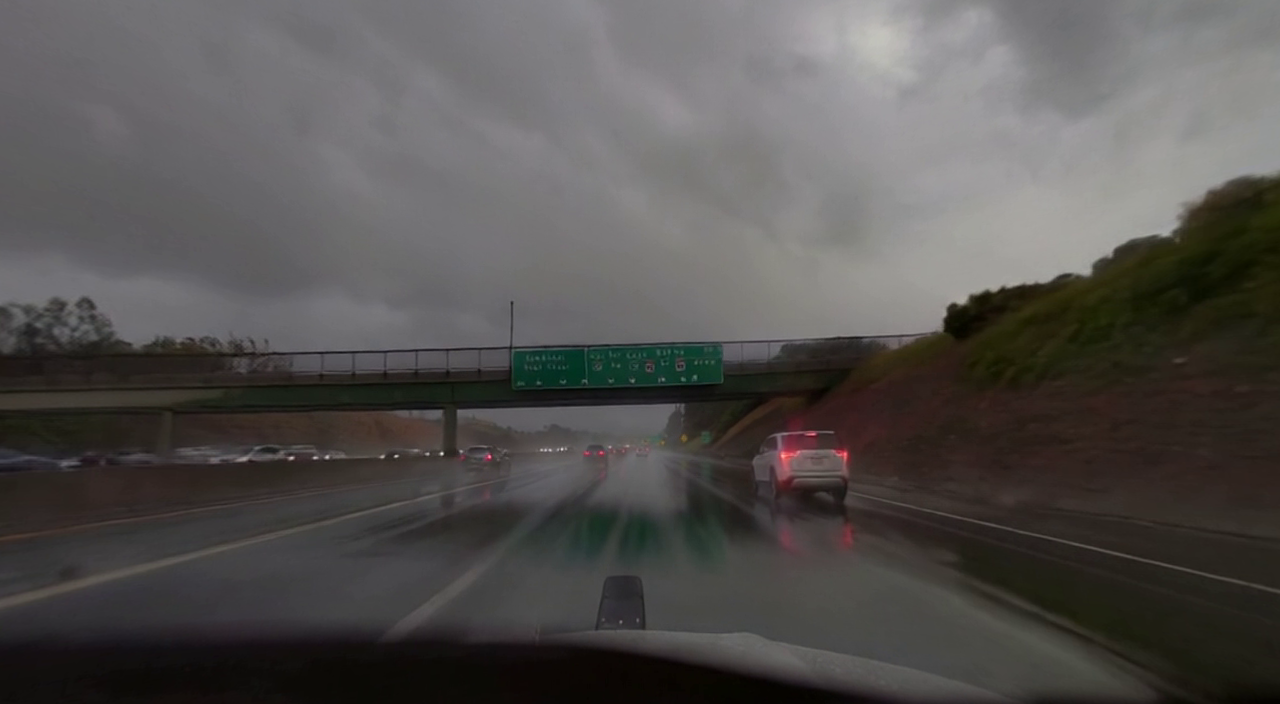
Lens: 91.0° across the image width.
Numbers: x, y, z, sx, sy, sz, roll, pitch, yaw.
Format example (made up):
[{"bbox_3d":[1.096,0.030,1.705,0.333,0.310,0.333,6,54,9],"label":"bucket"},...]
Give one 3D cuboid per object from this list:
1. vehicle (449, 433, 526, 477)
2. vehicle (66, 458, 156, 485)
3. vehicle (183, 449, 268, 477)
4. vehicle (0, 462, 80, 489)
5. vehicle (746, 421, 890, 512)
[{"bbox_3d":[-7.503,5.147,31.669,2.341,1.959,5.684,0,-9,1],"label":"vehicle"},{"bbox_3d":[-32.926,7.436,39.406,1.812,1.502,4.574,0,-9,-3],"label":"vehicle"},{"bbox_3d":[-25.616,6.855,39.127,2.032,1.626,4.675,0,-9,1],"label":"vehicle"},{"bbox_3d":[-38.972,7.876,40.398,1.853,1.510,4.769,0,-9,-3],"label":"vehicle"},{"bbox_3d":[3.803,2.540,14.343,1.990,1.735,4.276,0,-9,0],"label":"vehicle"}]
